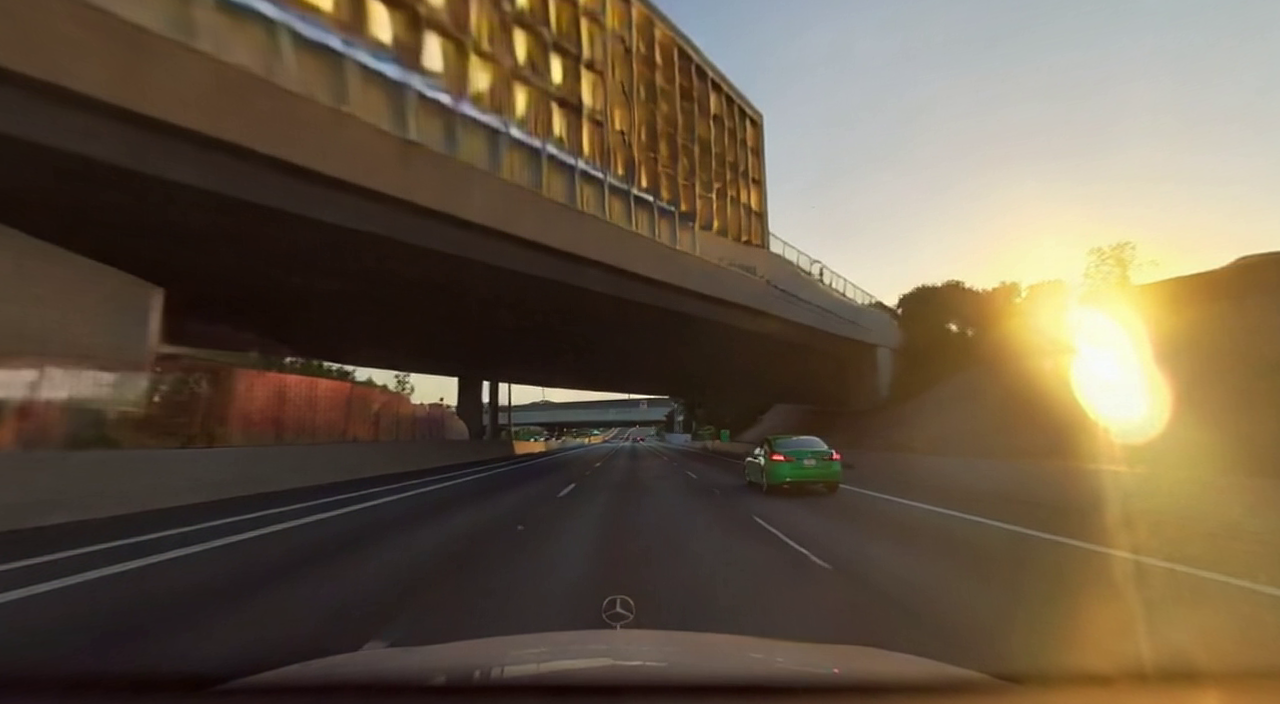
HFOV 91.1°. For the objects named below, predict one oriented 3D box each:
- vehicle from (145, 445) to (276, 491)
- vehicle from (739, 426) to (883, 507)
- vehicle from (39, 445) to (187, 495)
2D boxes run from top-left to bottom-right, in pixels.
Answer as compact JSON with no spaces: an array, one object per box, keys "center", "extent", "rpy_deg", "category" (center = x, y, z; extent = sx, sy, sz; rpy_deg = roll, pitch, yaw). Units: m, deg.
[{"center":[-16.298,4.386,24.204],"extent":[1.855,1.526,4.558],"rpy_deg":[0,-8,0],"category":"vehicle"},{"center":[3.499,2.407,13.719],"extent":[1.946,1.481,3.969],"rpy_deg":[0,-8,-2],"category":"vehicle"},{"center":[-19.736,4.379,23.852],"extent":[1.907,1.651,4.295],"rpy_deg":[0,-8,-1],"category":"vehicle"}]
